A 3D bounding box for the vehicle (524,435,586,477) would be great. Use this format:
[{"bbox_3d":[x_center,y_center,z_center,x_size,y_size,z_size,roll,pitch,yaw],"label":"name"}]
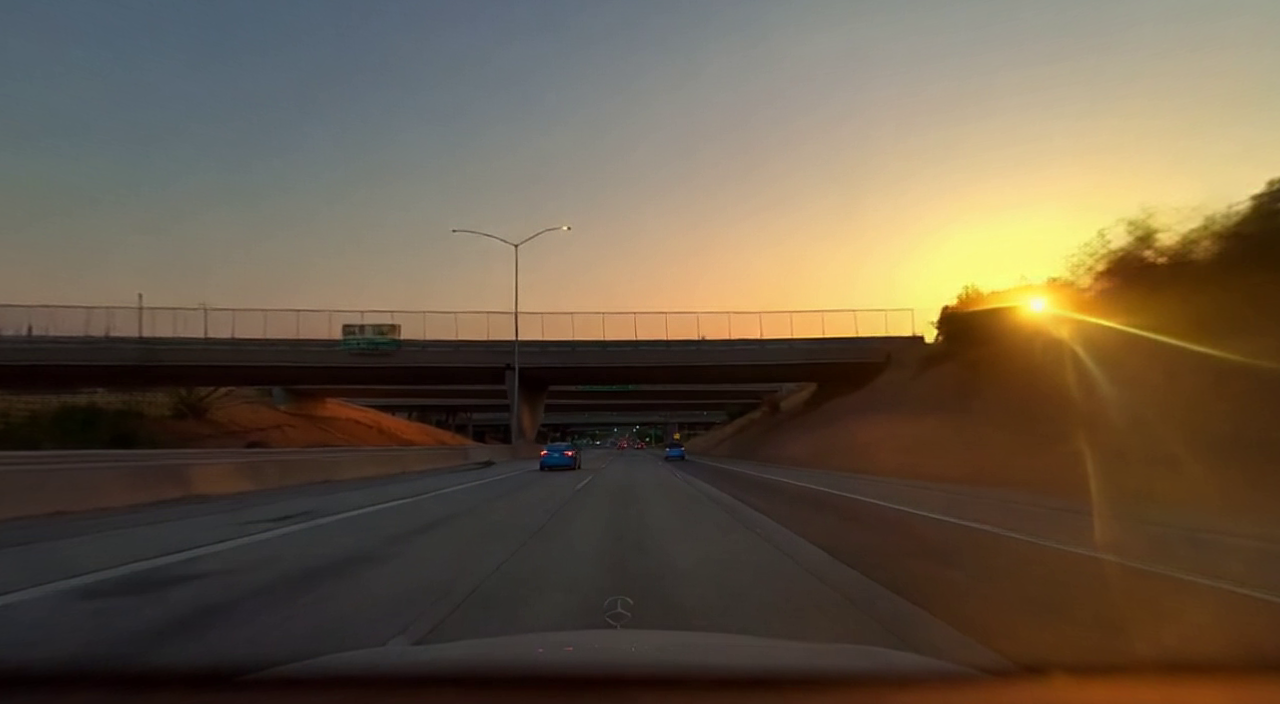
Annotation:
[{"bbox_3d":[-3.889,4.859,29.771,2.205,1.773,5.124,0,-9,0],"label":"vehicle"}]
